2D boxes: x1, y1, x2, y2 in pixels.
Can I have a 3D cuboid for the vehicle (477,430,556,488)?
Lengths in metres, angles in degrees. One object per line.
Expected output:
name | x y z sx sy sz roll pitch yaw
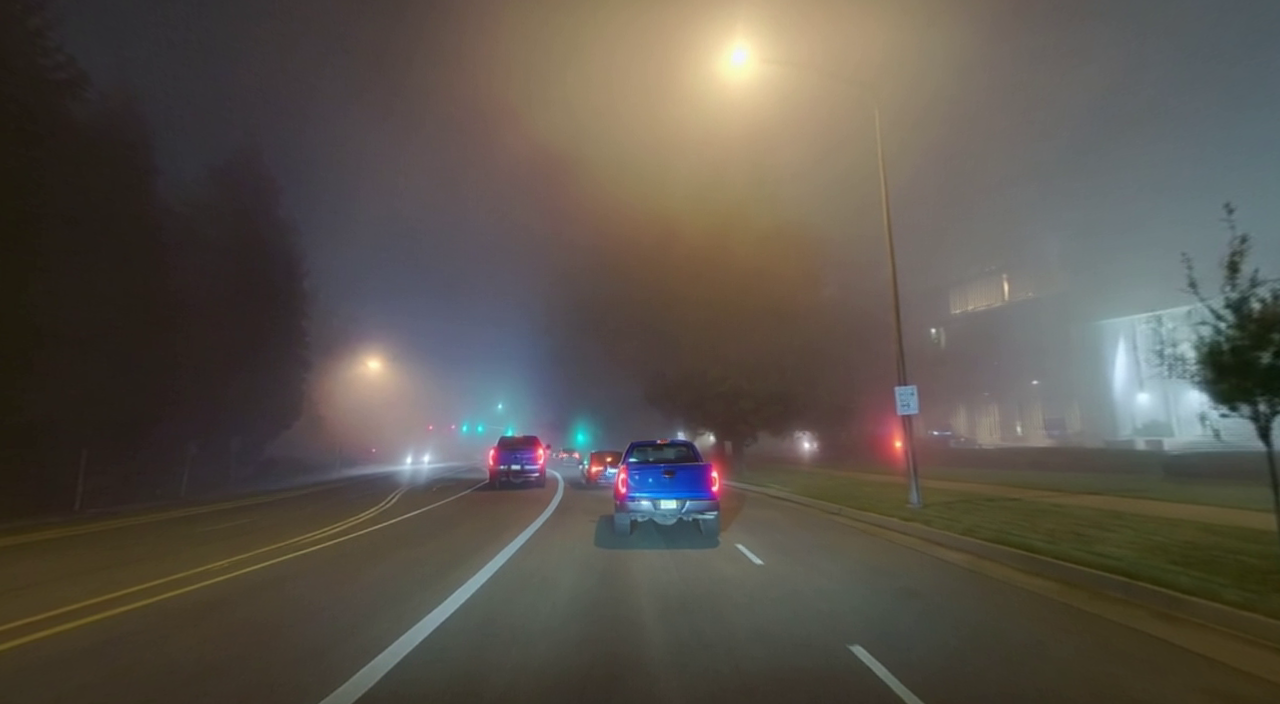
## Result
vehicle | -4.697 4.190 24.926 2.512 1.992 5.725 1 -9 -6

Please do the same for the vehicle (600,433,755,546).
vehicle | 0.394 2.211 10.818 2.142 1.528 4.133 0 -9 -4
